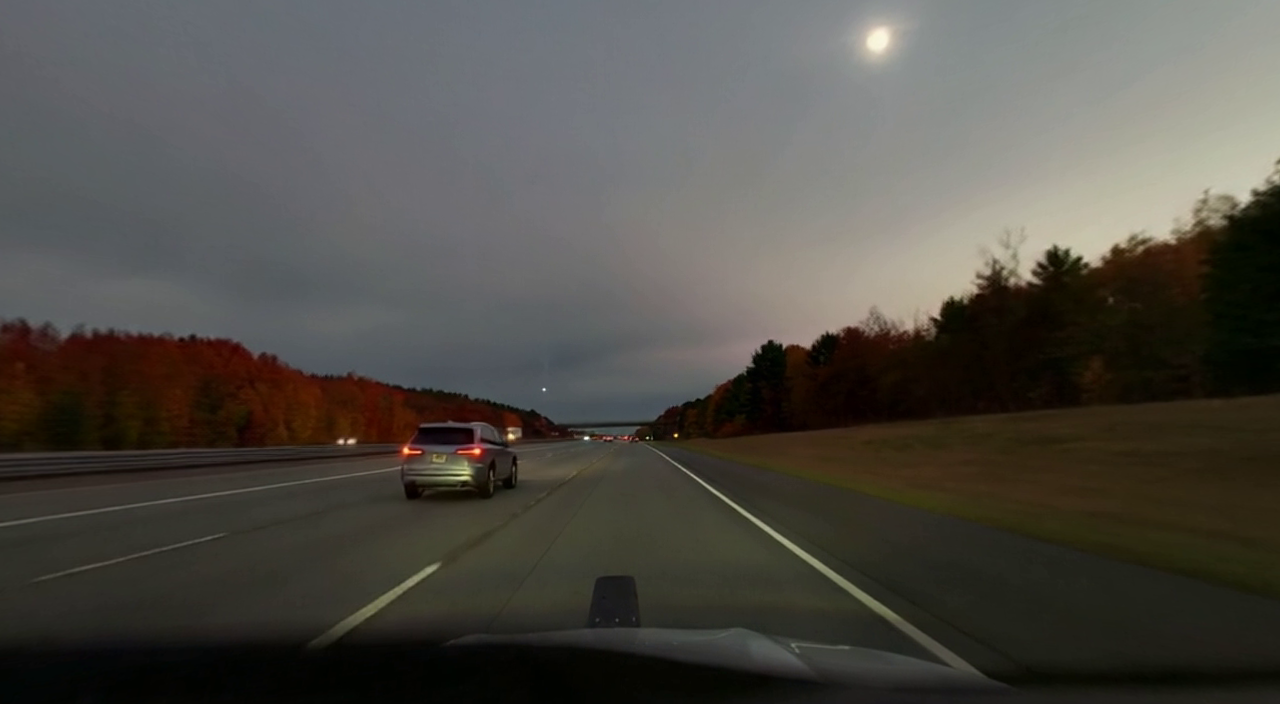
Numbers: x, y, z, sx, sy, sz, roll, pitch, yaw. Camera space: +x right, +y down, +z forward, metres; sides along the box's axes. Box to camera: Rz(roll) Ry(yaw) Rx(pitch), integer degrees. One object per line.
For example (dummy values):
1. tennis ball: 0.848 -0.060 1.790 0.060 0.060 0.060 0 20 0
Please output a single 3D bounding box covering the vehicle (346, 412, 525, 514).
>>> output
1. vehicle: -3.795 2.129 12.689 2.057 1.666 4.552 0 -8 0
